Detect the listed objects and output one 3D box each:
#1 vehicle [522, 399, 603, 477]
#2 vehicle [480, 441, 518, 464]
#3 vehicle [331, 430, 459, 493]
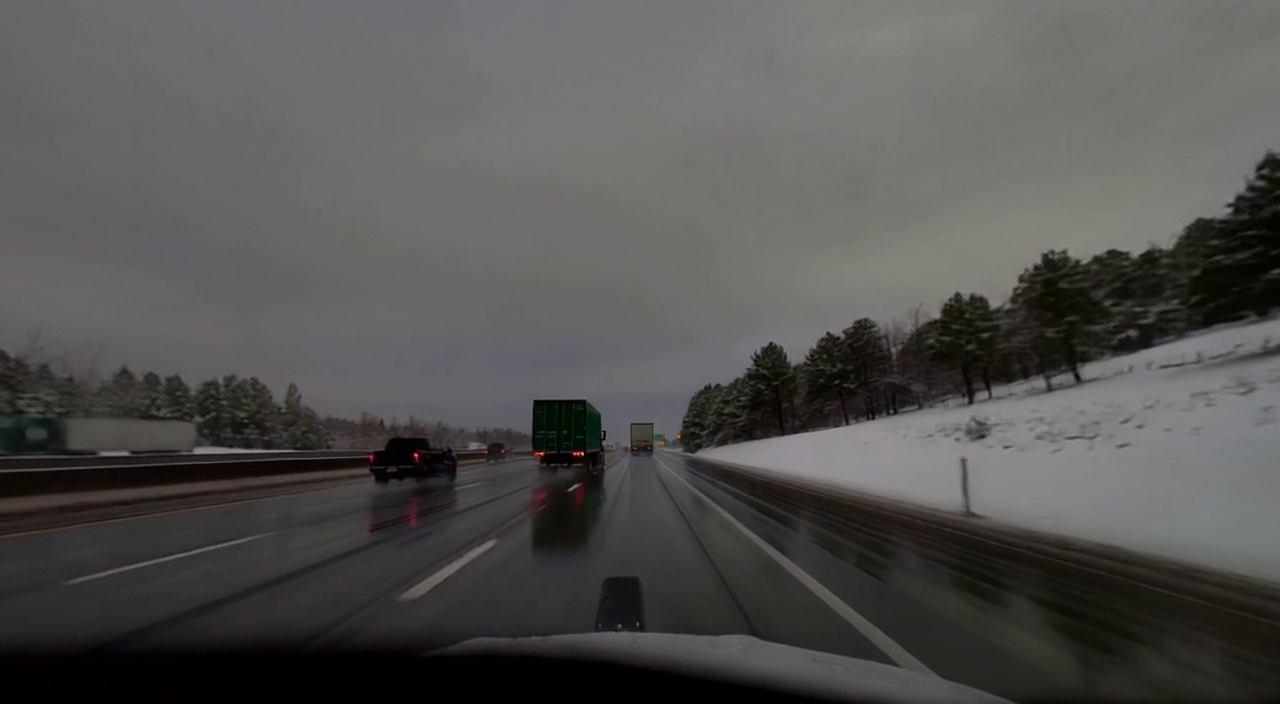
[{"bbox_3d":[-3.622,4.500,32.442,2.789,3.271,10.894,0,-9,0],"label":"vehicle"},{"bbox_3d":[-10.871,7.804,48.842,1.964,1.652,4.071,0,-9,1],"label":"vehicle"},{"bbox_3d":[-7.550,3.431,20.035,2.125,1.725,4.715,0,-9,0],"label":"vehicle"}]
